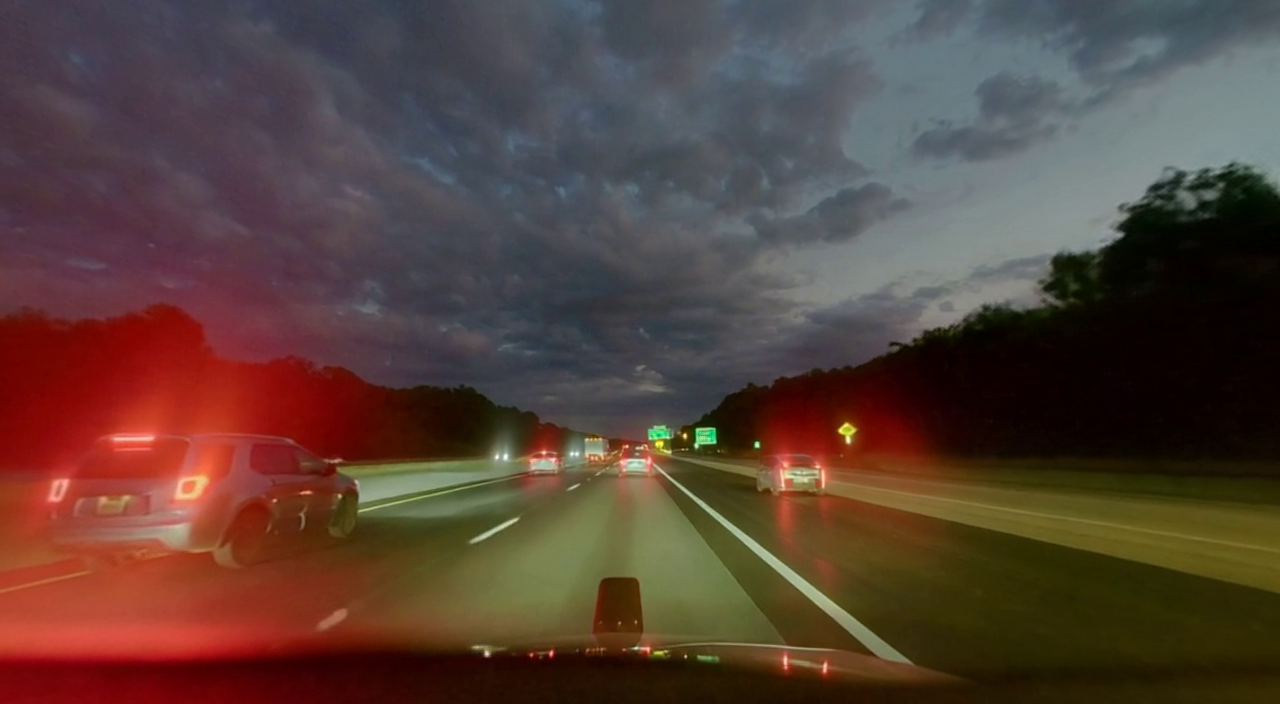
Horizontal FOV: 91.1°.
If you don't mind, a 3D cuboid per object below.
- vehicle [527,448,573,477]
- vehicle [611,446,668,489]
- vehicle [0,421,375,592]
[{"bbox_3d":[-4.916,6.112,34.885,1.892,1.481,4.180,0,-9,0],"label":"vehicle"},{"bbox_3d":[-0.029,4.272,23.489,1.940,1.451,3.512,0,-9,0],"label":"vehicle"},{"bbox_3d":[-5.429,1.813,8.182,2.058,1.626,4.118,0,-9,1],"label":"vehicle"}]
